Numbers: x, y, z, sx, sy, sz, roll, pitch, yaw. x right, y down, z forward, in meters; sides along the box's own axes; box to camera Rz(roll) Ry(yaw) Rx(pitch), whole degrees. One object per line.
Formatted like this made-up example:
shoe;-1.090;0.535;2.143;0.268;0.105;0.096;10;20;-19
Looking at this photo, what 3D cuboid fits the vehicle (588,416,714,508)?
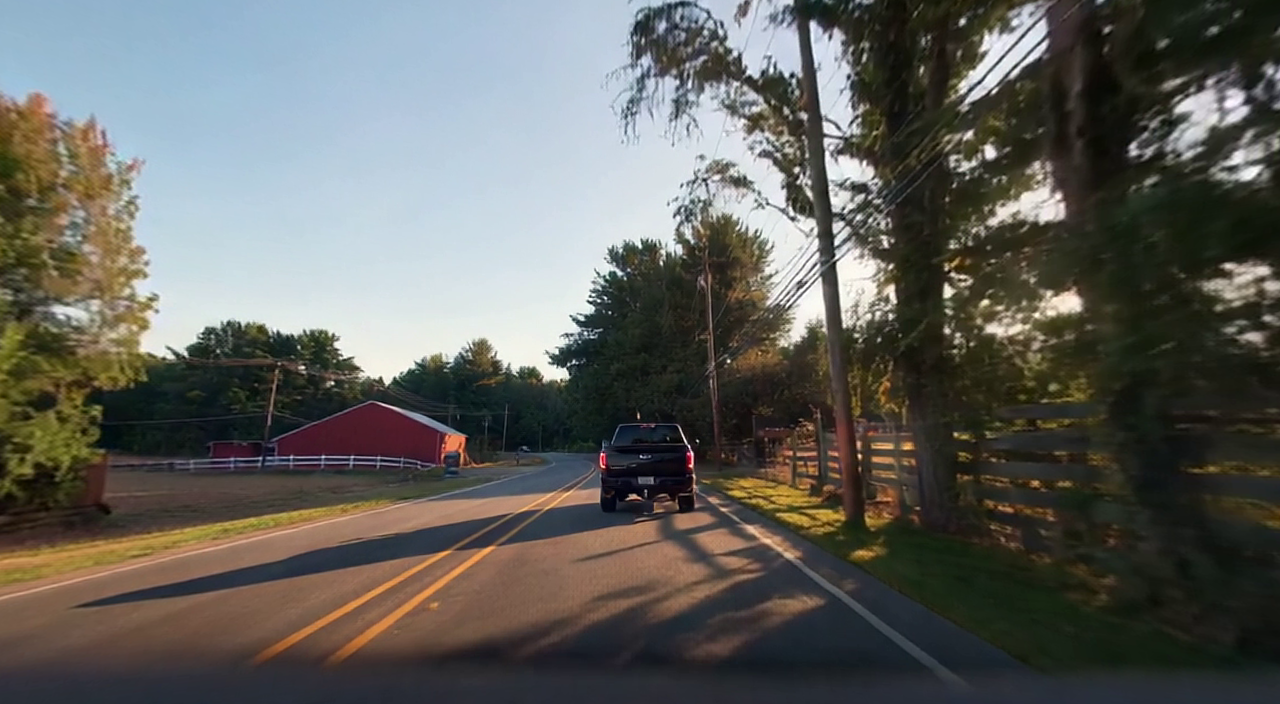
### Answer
vehicle;0.146;2.817;16.712;2.693;1.941;6.356;0;-8;-2
